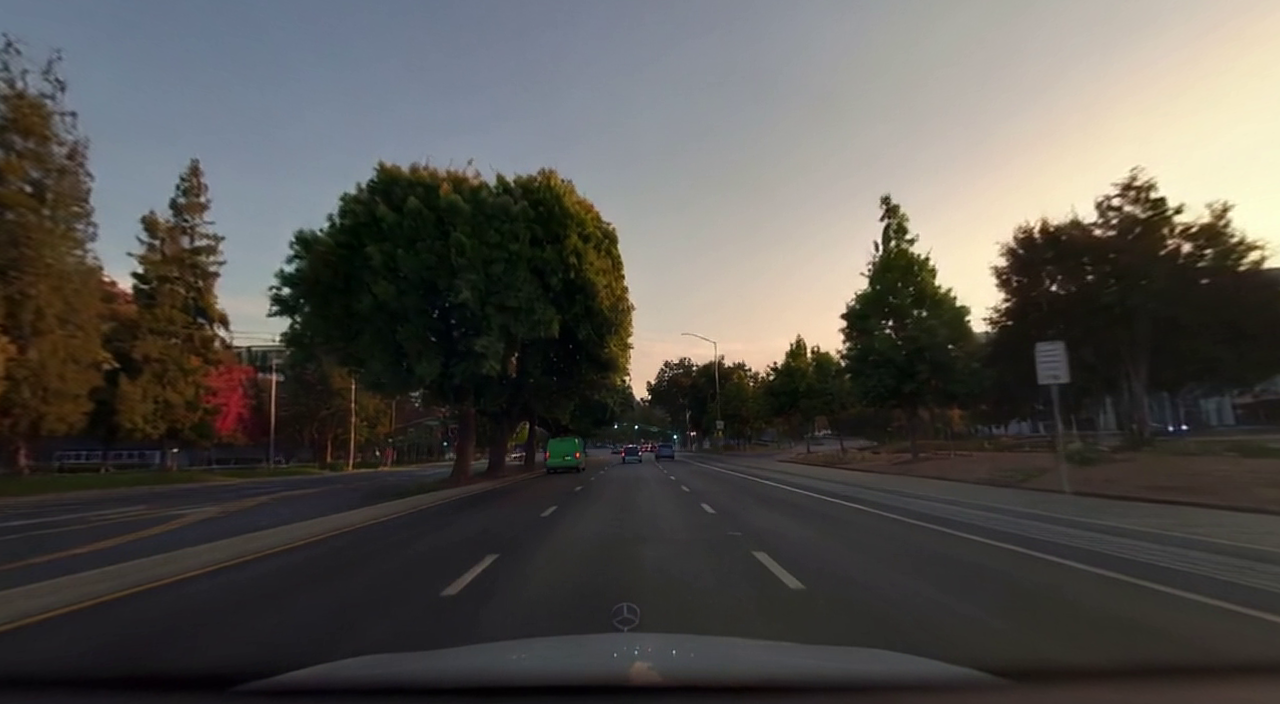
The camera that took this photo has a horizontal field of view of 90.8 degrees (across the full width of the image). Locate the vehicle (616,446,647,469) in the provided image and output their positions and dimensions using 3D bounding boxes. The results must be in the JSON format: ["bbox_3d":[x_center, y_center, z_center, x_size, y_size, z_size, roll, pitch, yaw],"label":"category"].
[{"bbox_3d":[-0.610,7.183,43.089,2.039,1.455,3.826,0,-9,-1],"label":"vehicle"}]

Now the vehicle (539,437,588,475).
[{"bbox_3d":[-4.074,5.622,34.356,2.075,1.863,4.744,0,-9,0],"label":"vehicle"}]
